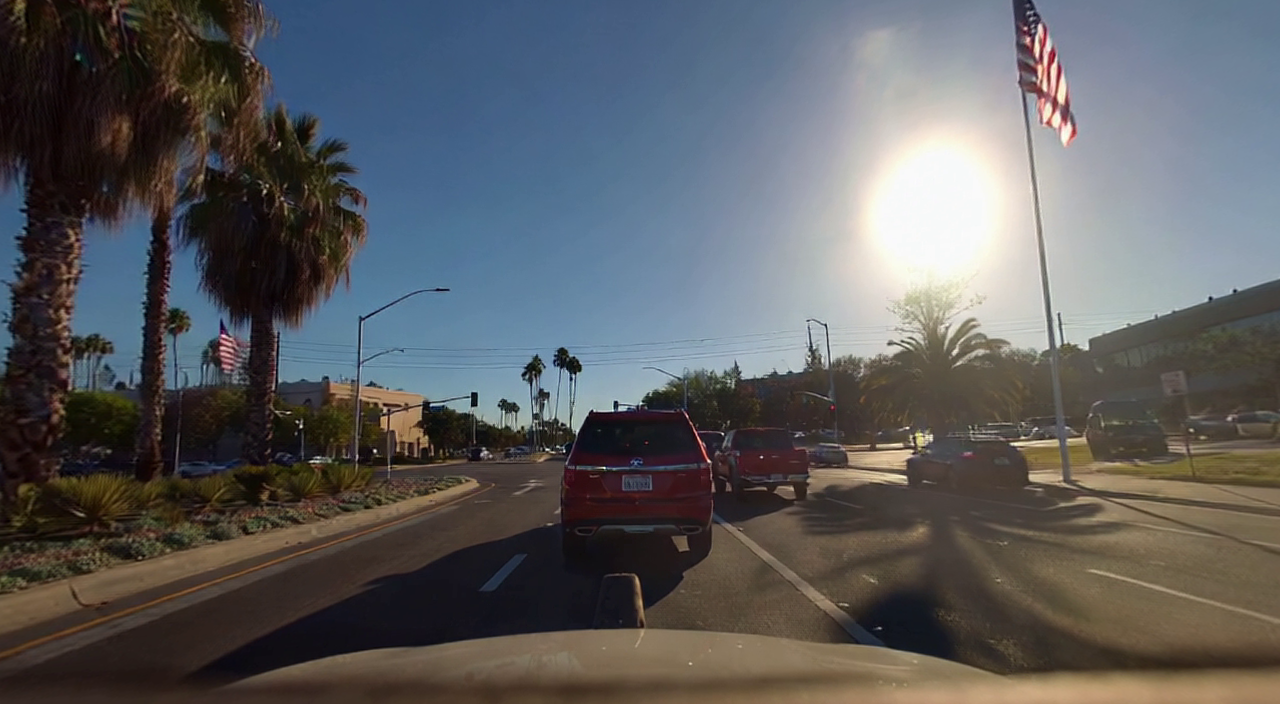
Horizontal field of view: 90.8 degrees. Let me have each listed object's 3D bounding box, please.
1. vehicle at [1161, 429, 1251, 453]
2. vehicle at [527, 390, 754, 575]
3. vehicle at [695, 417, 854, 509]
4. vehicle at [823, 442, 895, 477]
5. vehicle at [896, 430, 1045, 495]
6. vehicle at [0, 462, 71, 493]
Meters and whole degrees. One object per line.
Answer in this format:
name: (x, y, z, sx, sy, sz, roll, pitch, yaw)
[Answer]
vehicle: (36.426, 5.756, 40.832, 1.839, 1.455, 4.395, 0, -9, 2)
vehicle: (-0.092, 1.719, 9.054, 2.402, 1.938, 4.535, 0, -9, -3)
vehicle: (3.249, 2.918, 17.151, 2.773, 2.021, 6.212, 0, -9, -2)
vehicle: (10.165, 5.012, 29.667, 1.855, 1.495, 4.143, 0, -9, -1)
vehicle: (10.091, 3.399, 19.833, 2.155, 1.779, 4.582, 0, -9, 0)
vehicle: (-45.728, 9.079, 45.760, 6.410, 2.078, 2.584, 0, -9, 0)
